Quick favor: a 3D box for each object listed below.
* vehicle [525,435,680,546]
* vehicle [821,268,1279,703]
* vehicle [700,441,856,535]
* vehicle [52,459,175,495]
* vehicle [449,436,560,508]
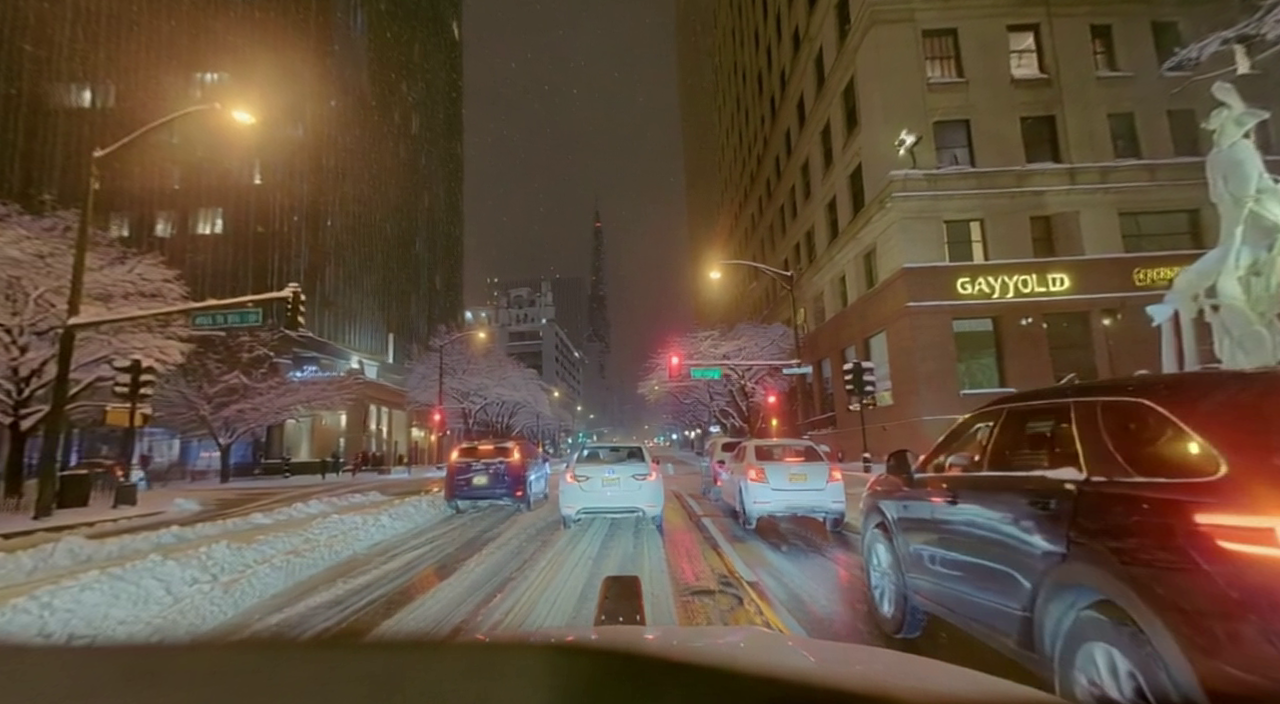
[{"bbox_3d":[-0.522,2.190,10.672,2.096,1.492,4.071,0,-9,0],"label":"vehicle"},{"bbox_3d":[2.650,0.937,3.244,2.096,1.775,4.440,0,-9,0],"label":"vehicle"},{"bbox_3d":[2.341,2.433,11.958,1.943,1.449,4.202,0,-9,-1],"label":"vehicle"},{"bbox_3d":[-27.795,6.581,33.498,4.612,1.752,1.953,0,-9,-4],"label":"vehicle"},{"bbox_3d":[-3.451,3.148,17.113,2.045,1.633,4.864,0,-9,-1],"label":"vehicle"}]
